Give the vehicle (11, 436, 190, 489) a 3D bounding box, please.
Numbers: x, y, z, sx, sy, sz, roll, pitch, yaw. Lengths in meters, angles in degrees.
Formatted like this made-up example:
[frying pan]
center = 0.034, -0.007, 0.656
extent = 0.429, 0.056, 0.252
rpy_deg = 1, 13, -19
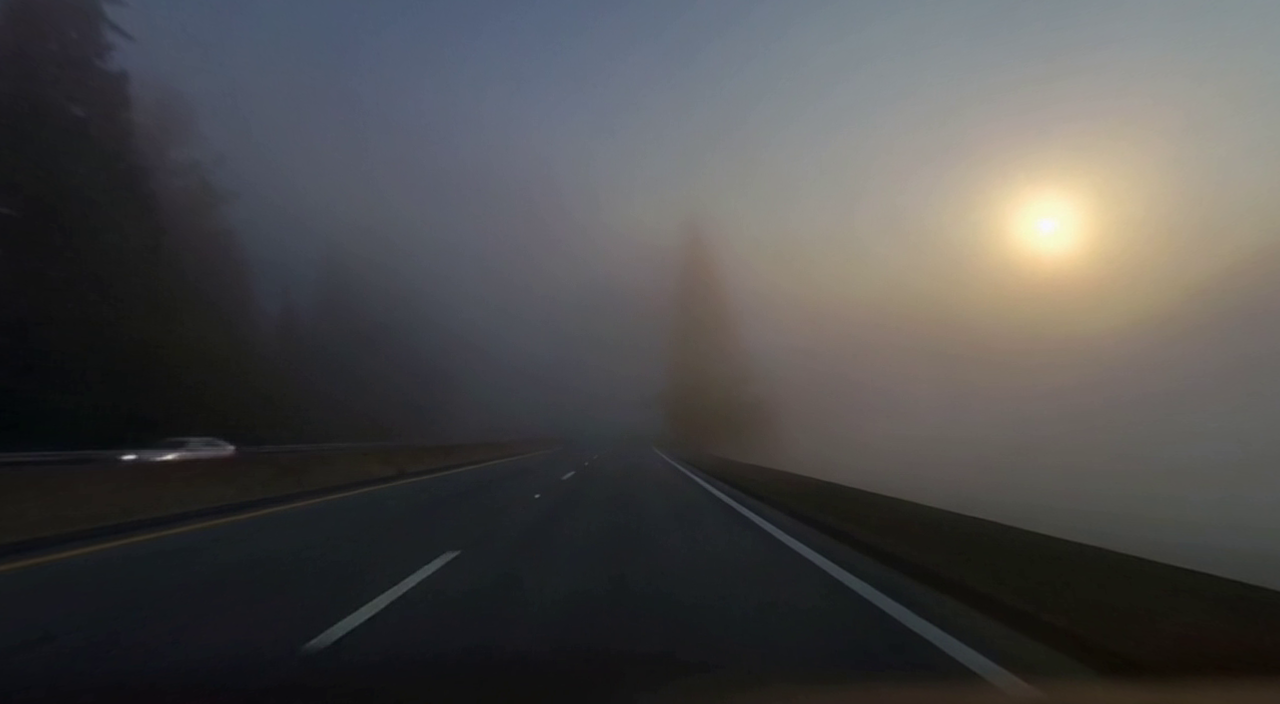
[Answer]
[vehicle]
center = -16.988, 3.449, 20.240
extent = 1.783, 1.480, 4.553
rpy_deg = 0, -8, -1
